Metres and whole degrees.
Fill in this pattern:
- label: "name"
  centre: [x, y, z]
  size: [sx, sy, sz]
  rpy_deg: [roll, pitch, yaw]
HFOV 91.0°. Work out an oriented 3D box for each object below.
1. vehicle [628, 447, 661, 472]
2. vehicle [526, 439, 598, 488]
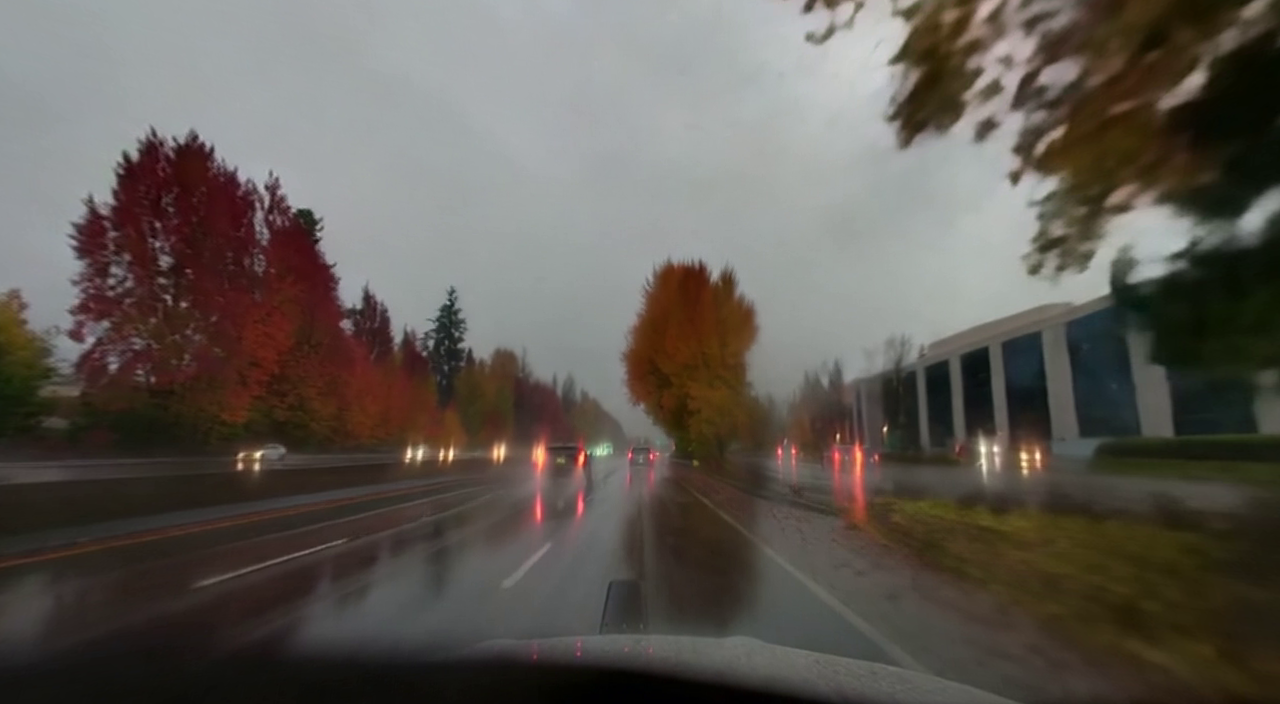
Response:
- label: "vehicle"
  centre: [0.256, 6.814, 40.153]
  size: [2.040, 1.493, 3.682]
  rpy_deg: [1, -8, -1]
- label: "vehicle"
  centre: [-2.946, 4.304, 24.682]
  size: [2.197, 1.709, 4.069]
  rpy_deg: [0, -8, 2]
